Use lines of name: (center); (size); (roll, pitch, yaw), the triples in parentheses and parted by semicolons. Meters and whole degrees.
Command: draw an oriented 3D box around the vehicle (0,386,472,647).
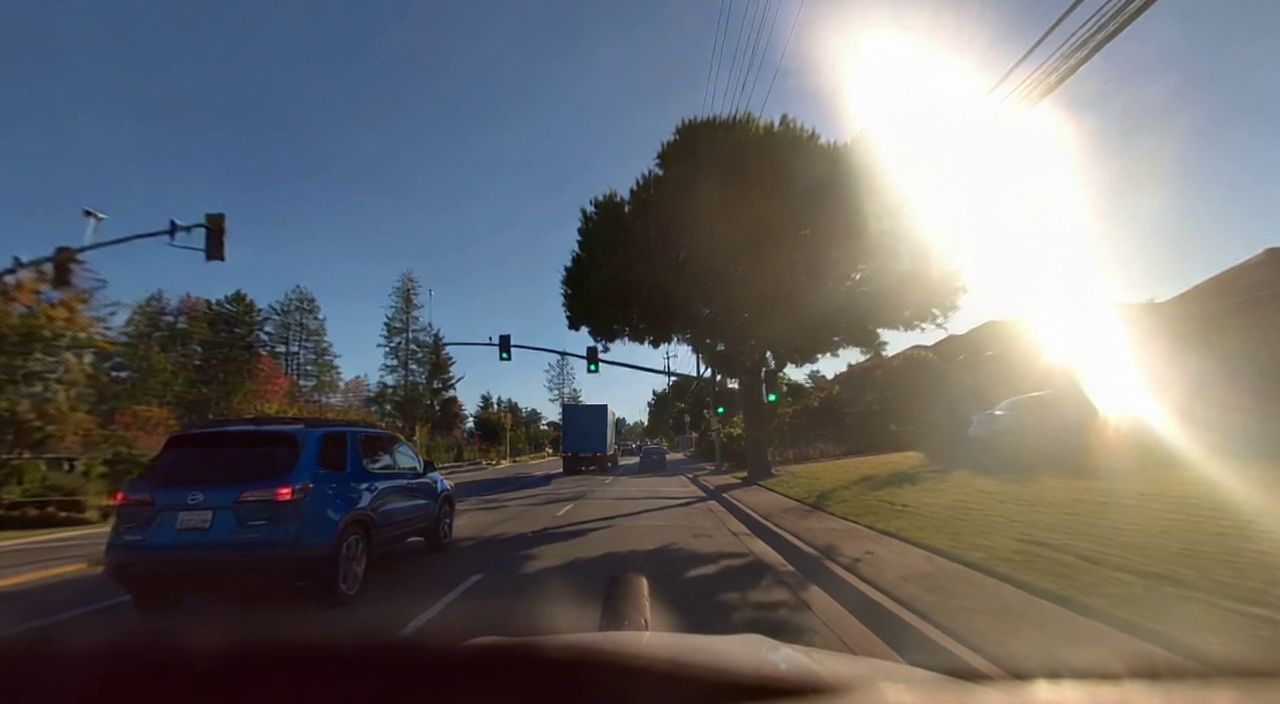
vehicle: (-3.566, 1.508, 6.818); (2.093, 1.832, 4.508); (-1, -9, 2)

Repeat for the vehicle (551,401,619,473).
vehicle: (-2.991, 5.052, 36.939); (2.928, 3.658, 8.980); (0, -9, 1)

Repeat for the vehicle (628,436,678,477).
vehicle: (0.592, 4.885, 29.698); (2.174, 1.749, 4.113); (0, -9, 1)
